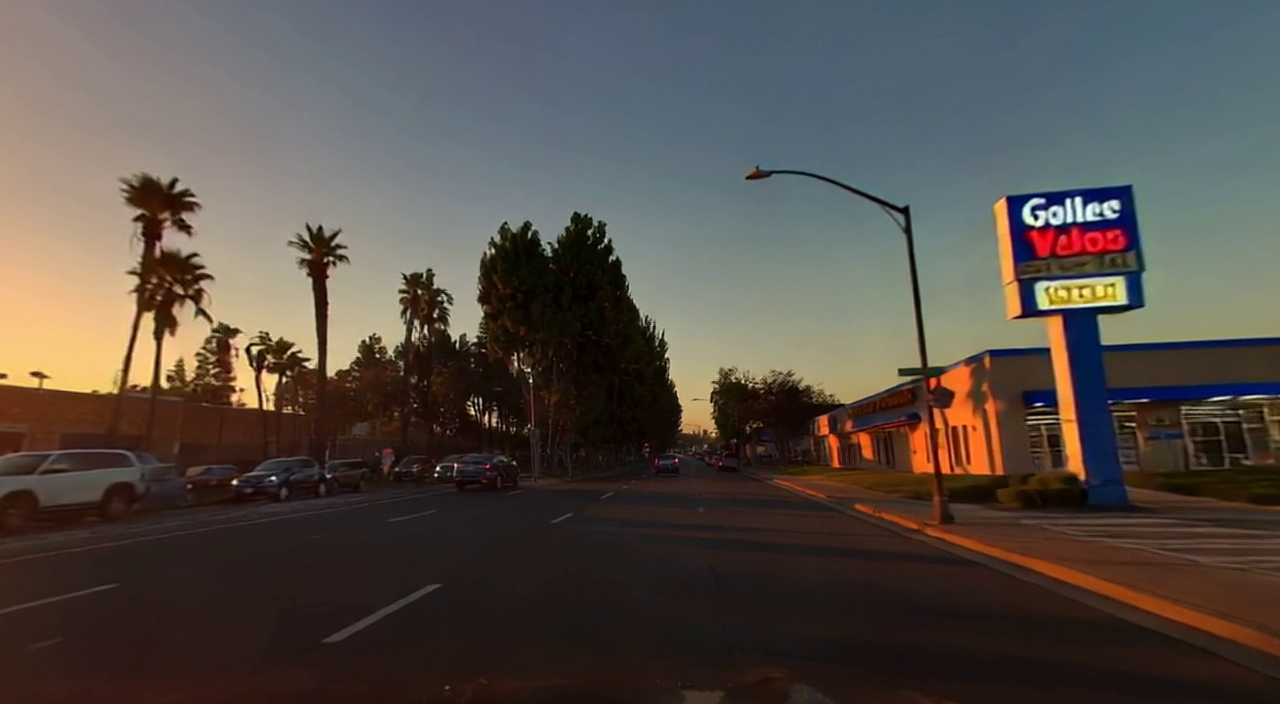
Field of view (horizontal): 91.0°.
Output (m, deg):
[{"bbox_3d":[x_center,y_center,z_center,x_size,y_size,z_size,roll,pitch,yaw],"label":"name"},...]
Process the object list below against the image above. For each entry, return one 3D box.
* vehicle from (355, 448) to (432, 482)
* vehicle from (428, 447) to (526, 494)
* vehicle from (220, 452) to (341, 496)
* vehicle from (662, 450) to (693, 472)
[{"bbox_3d":[-13.780,6.317,35.551,2.034,1.696,4.809,-1,-9,5],"label":"vehicle"},{"bbox_3d":[-5.751,4.228,22.885,2.090,1.520,4.452,0,-9,4],"label":"vehicle"},{"bbox_3d":[-14.132,4.790,25.133,1.874,1.488,4.612,0,-8,4],"label":"vehicle"},{"bbox_3d":[2.771,8.043,46.756,2.139,1.461,4.918,0,-8,3],"label":"vehicle"}]
